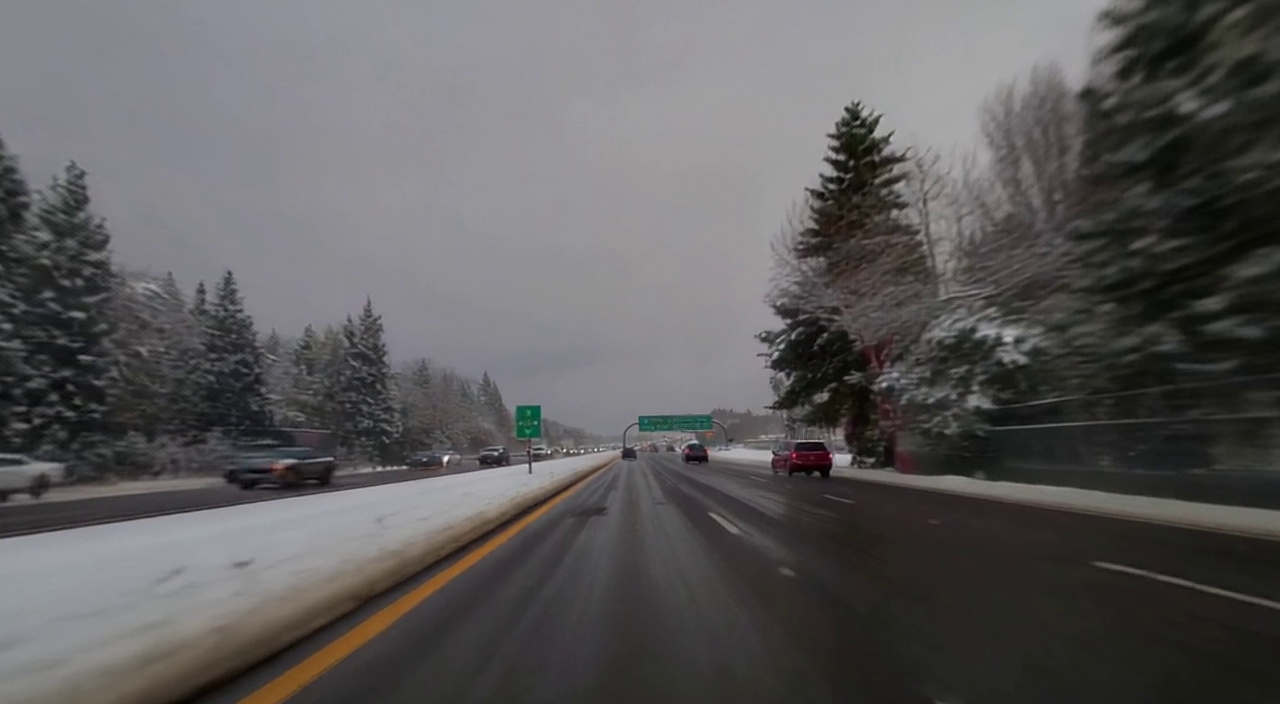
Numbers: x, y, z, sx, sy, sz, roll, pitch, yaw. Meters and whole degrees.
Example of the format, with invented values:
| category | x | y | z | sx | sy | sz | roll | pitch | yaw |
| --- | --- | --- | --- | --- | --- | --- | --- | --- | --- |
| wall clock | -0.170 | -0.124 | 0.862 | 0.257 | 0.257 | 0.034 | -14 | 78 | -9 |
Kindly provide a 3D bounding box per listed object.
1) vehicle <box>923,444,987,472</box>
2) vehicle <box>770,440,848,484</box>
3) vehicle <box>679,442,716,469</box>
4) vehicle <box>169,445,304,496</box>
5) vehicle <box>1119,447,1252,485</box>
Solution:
| category | x | y | z | sx | sy | sz | roll | pitch | yaw |
| --- | --- | --- | --- | --- | --- | --- | --- | --- | --- |
| vehicle | 20.165 | 6.778 | 40.526 | 1.887 | 1.642 | 4.592 | 0 | -9 | 3 |
| vehicle | 6.760 | 4.416 | 25.674 | 1.902 | 1.623 | 4.360 | 0 | -8 | -1 |
| vehicle | 3.717 | 6.777 | 41.440 | 2.035 | 1.704 | 3.867 | 0 | -8 | -1 |
| vehicle | -15.166 | 4.430 | 24.040 | 2.023 | 1.715 | 4.559 | 0 | -8 | 2 |
| vehicle | 23.470 | 4.887 | 27.366 | 1.774 | 1.457 | 4.653 | 0 | -9 | 3 |
